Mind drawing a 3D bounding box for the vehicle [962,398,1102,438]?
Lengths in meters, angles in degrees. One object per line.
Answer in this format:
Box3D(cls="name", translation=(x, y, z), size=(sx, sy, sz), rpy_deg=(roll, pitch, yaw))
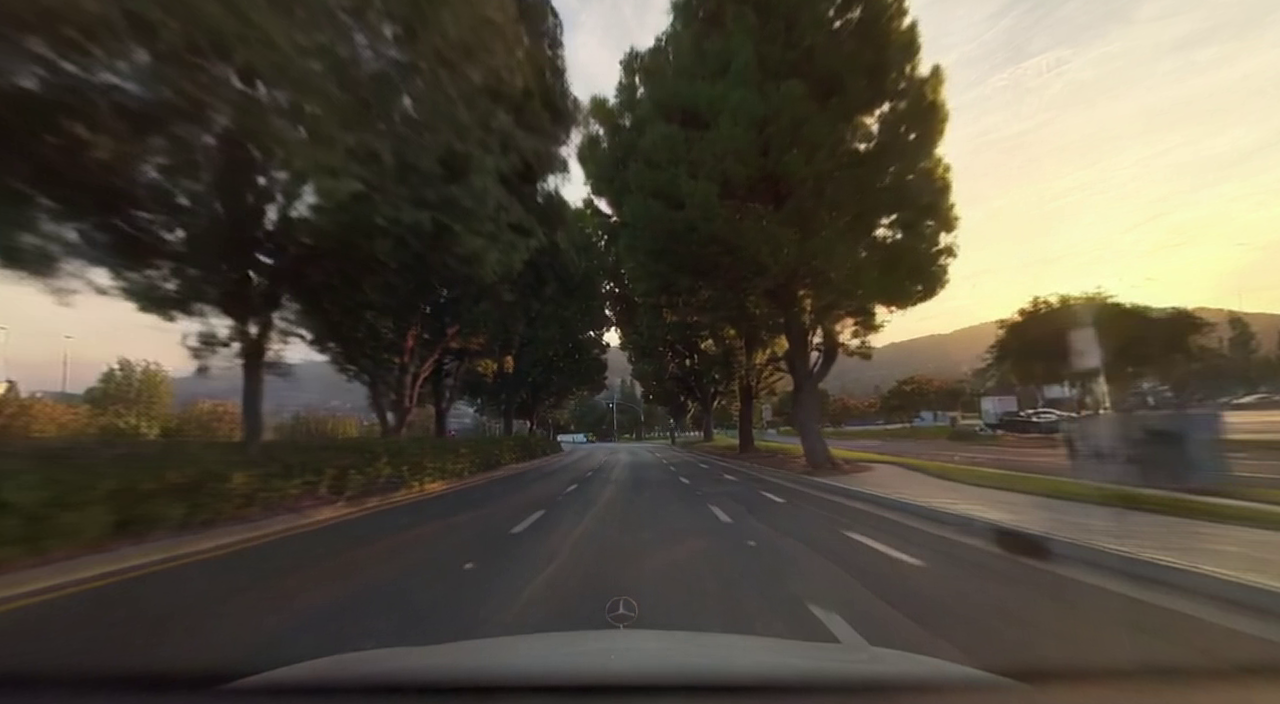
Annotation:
Box3D(cls="vehicle", translation=(29.126, 4.944, 47.166), size=(8.483, 2.834, 2.843), rpy_deg=(0, -8, -1))
